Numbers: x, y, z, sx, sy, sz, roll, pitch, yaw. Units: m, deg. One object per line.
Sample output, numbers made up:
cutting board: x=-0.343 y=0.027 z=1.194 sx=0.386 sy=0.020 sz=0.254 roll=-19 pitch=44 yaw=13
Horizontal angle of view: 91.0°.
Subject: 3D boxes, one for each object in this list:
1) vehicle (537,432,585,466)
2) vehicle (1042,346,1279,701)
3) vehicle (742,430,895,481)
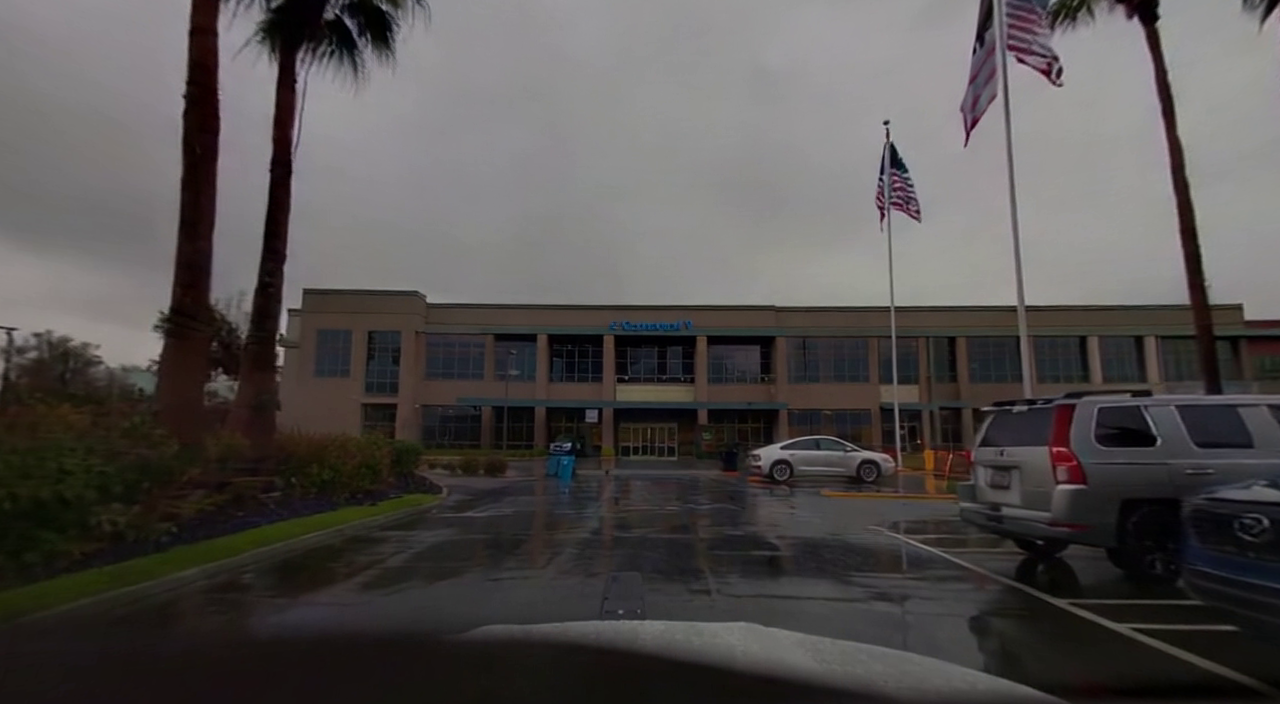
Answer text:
vehicle: x=-4.708 y=5.875 z=38.080 sx=1.943 sy=1.890 sz=4.472 roll=0 pitch=-8 yaw=5
vehicle: x=5.442 y=0.958 z=3.835 sx=4.567 sy=1.723 sz=1.926 roll=0 pitch=-9 yaw=3
vehicle: x=6.556 y=3.876 z=23.746 sx=5.254 sy=1.793 sz=1.998 roll=-1 pitch=-9 yaw=7
